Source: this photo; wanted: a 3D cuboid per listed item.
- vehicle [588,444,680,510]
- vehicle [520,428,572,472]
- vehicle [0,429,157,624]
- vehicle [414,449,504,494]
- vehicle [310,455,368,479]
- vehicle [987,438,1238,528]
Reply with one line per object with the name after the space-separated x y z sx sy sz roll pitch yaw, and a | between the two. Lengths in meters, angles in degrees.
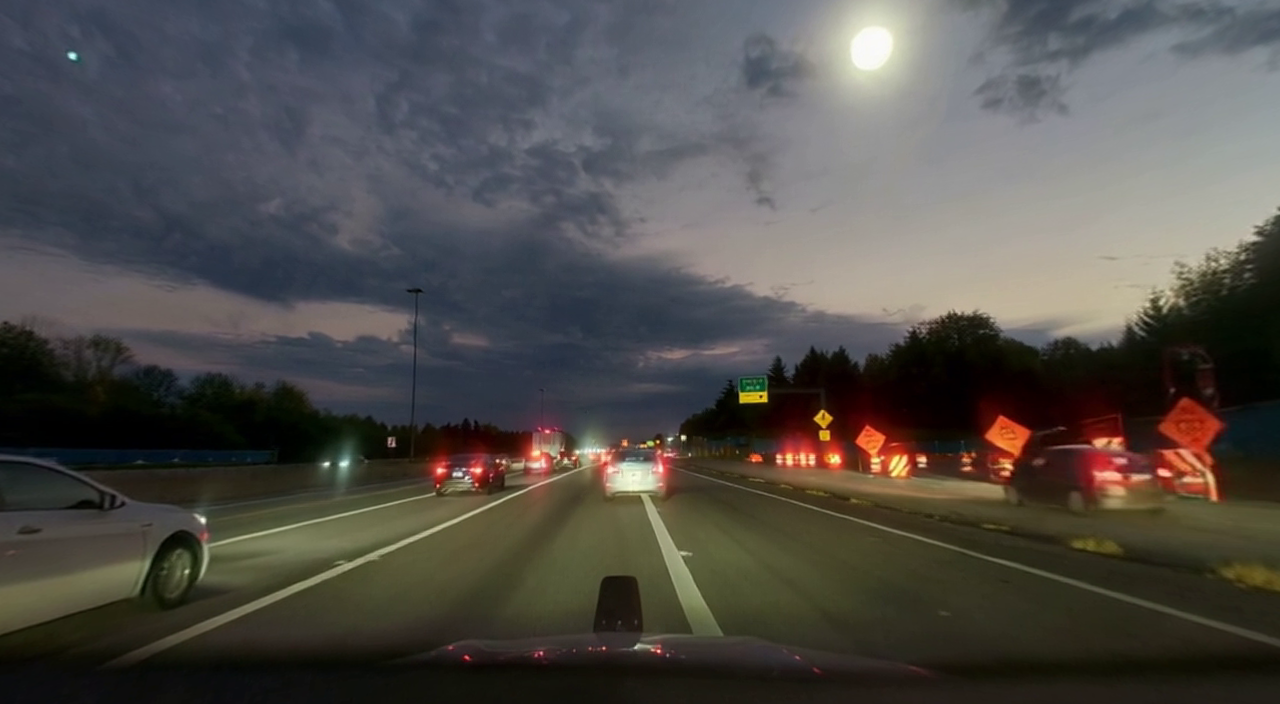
-0.193 3.113 16.075 2.080 1.451 3.512 0 -9 -2 | vehicle
-6.127 6.486 41.771 2.326 2.645 6.249 -1 -9 2 | vehicle
-5.847 1.232 4.077 1.892 1.481 4.573 0 -9 -2 | vehicle
-6.292 4.165 22.332 2.063 1.417 4.000 0 -9 -1 | vehicle
-19.396 7.398 40.673 1.815 1.416 4.035 0 -9 -2 | vehicle
8.921 2.463 12.363 1.871 1.460 3.754 0 -9 -3 | vehicle
